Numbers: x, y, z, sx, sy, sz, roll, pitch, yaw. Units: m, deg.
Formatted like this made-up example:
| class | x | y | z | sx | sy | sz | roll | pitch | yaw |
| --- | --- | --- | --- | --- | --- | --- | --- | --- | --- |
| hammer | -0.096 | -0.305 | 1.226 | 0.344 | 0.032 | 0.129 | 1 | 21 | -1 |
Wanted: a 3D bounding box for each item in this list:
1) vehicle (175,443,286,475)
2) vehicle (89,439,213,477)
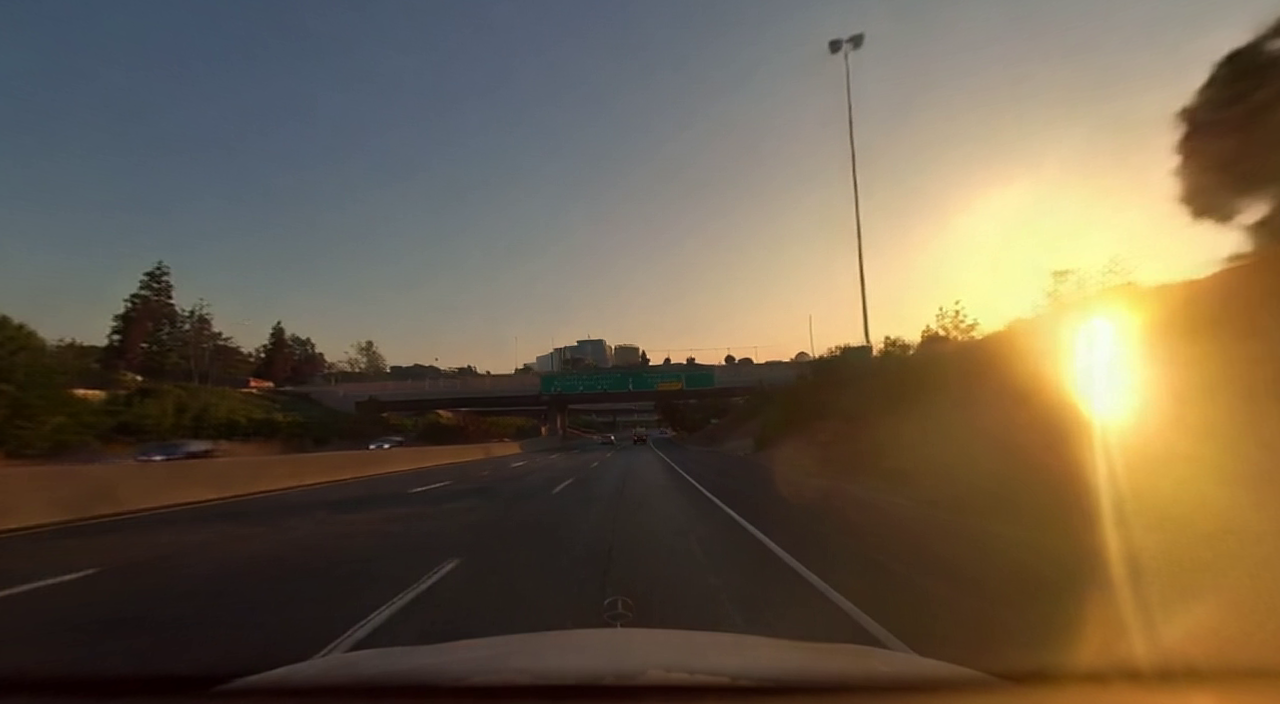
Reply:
| class | x | y | z | sx | sy | sz | roll | pitch | yaw |
| --- | --- | --- | --- | --- | --- | --- | --- | --- | --- |
| vehicle | -22.873 | 5.960 | 35.491 | 2.342 | 1.550 | 5.925 | 0 | -8 | 0 |
| vehicle | -22.901 | 4.961 | 29.744 | 1.916 | 1.601 | 4.872 | 0 | -8 | 0 |
